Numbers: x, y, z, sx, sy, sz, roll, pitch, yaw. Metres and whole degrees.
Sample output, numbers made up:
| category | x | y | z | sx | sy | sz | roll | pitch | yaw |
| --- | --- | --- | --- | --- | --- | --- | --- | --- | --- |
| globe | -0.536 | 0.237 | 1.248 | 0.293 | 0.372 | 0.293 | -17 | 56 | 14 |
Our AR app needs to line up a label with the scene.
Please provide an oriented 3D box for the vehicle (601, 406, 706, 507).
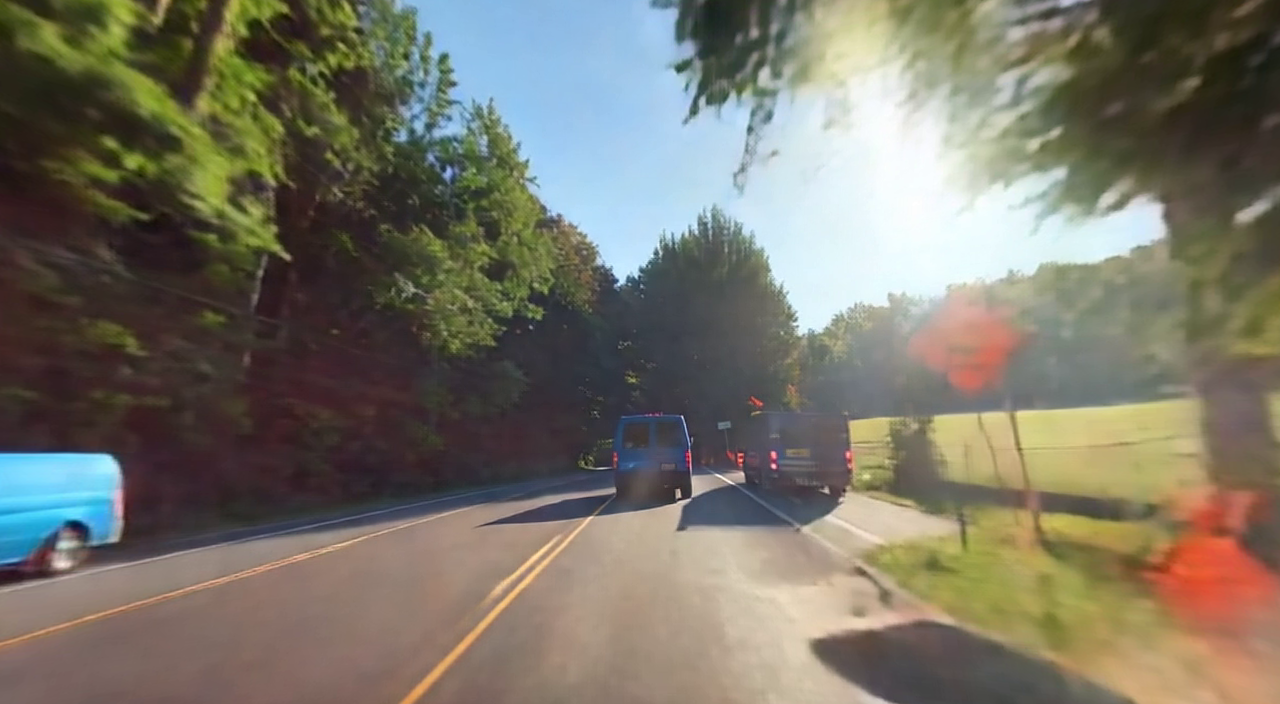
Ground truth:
| category | x | y | z | sx | sy | sz | roll | pitch | yaw |
| --- | --- | --- | --- | --- | --- | --- | --- | --- | --- |
| vehicle | 0.504 | 2.711 | 16.707 | 2.362 | 2.247 | 4.892 | -1 | -8 | 5 |

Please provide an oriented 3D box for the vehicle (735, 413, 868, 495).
| category | x | y | z | sx | sy | sz | roll | pitch | yaw |
| --- | --- | --- | --- | --- | --- | --- | --- | --- | --- |
| vehicle | 4.591 | 3.114 | 19.660 | 2.833 | 2.033 | 7.668 | -1 | -8 | 6 |

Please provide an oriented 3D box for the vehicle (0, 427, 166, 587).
| category | x | y | z | sx | sy | sz | roll | pitch | yaw |
| --- | --- | --- | --- | --- | --- | --- | --- | --- | --- |
| vehicle | -8.381 | 1.698 | 6.691 | 2.055 | 1.809 | 5.906 | 0 | -8 | 1 |
